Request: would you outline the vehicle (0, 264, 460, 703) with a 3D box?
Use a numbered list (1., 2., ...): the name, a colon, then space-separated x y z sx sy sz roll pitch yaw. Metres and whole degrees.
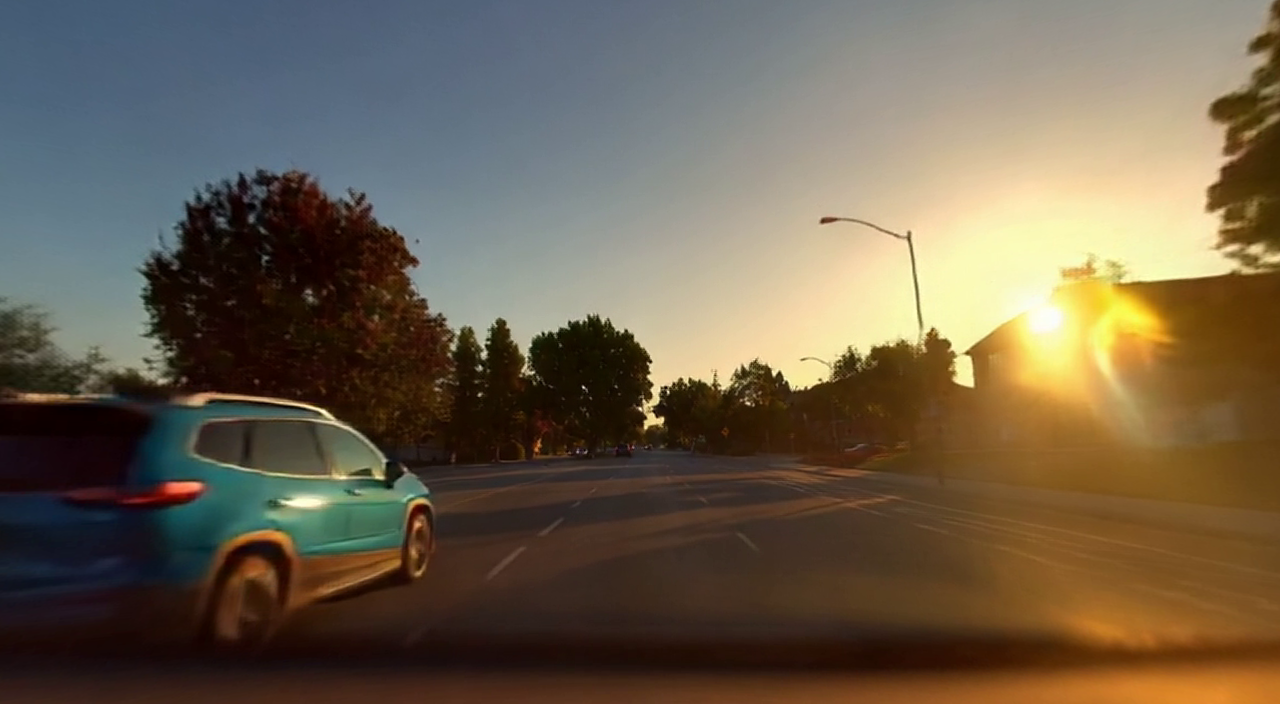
1. vehicle: -3.038 0.997 4.222 2.179 1.851 4.756 0 -9 1
